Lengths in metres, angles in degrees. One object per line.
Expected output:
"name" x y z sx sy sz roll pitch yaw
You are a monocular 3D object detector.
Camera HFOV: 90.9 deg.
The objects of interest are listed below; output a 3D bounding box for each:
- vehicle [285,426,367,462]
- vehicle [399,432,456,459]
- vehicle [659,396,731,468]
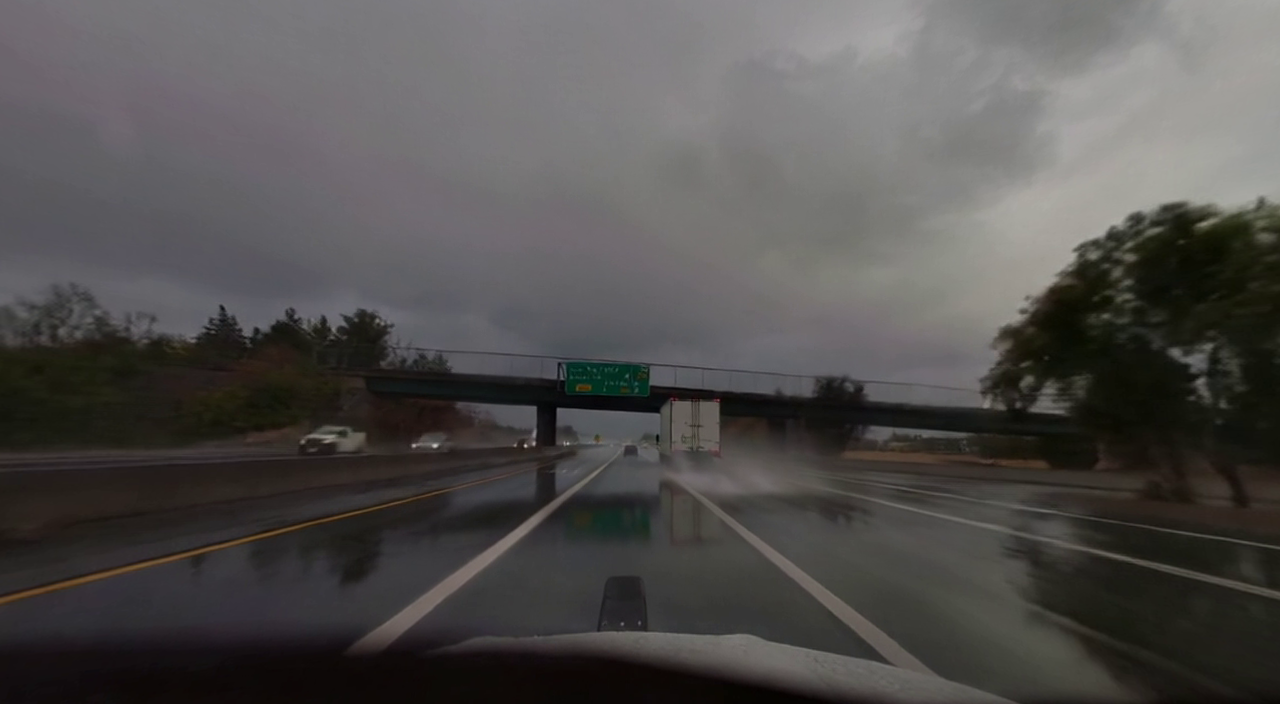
"vehicle" -16.133 4.789 32.655 1.983 1.699 4.341 0 -9 0
"vehicle" -12.703 5.652 37.943 1.887 1.488 4.397 0 -9 -1
"vehicle" 3.485 5.847 44.658 3.323 4.262 14.056 1 -9 -2
